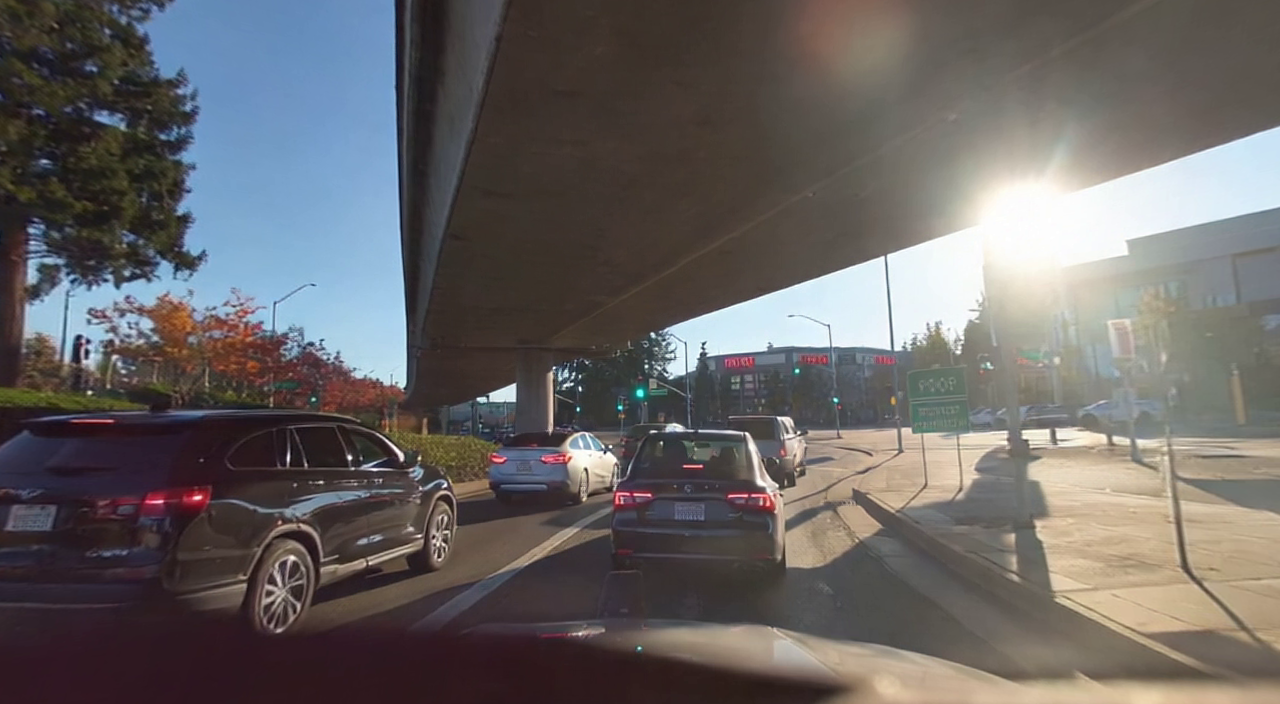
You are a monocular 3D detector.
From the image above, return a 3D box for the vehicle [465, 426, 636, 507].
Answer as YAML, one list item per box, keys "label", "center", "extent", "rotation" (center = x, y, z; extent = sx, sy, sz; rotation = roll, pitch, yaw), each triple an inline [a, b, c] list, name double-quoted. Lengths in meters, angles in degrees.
- label: "vehicle"
  center: [-1.783, 2.555, 14.553]
  extent: [2.214, 1.519, 4.704]
  rotation: [-2, -9, 15]

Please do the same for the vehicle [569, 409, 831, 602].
- label: "vehicle"
  center: [0.807, 1.602, 7.547]
  extent: [2.195, 1.571, 4.353]
  rotation: [-2, -8, 9]

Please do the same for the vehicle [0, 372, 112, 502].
- label: "vehicle"
  center: [-24.372, 2.700, 18.734]
  extent: [13.064, 3.755, 3.269]
  rotation: [0, -8, -13]
